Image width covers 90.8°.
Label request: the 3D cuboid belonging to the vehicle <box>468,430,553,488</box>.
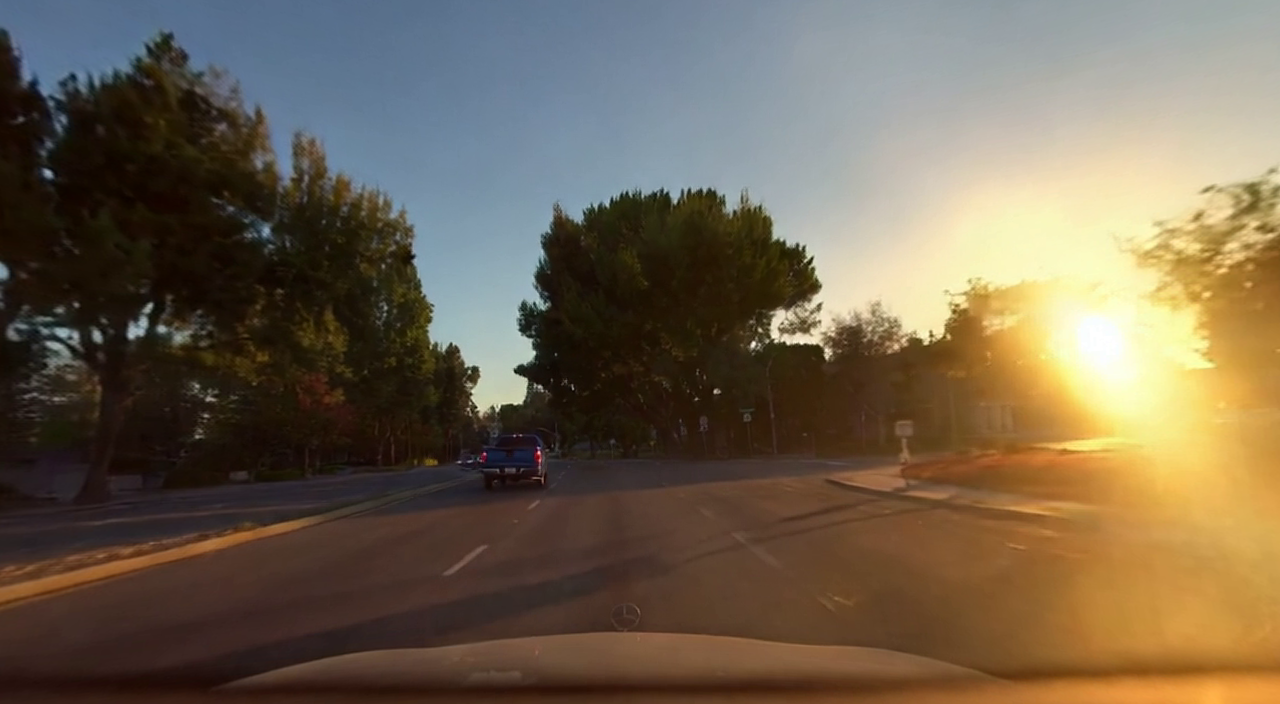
[{"bbox_3d":[-4.664,4.001,23.932,2.267,1.849,6.402,0,-9,-4],"label":"vehicle"}]
